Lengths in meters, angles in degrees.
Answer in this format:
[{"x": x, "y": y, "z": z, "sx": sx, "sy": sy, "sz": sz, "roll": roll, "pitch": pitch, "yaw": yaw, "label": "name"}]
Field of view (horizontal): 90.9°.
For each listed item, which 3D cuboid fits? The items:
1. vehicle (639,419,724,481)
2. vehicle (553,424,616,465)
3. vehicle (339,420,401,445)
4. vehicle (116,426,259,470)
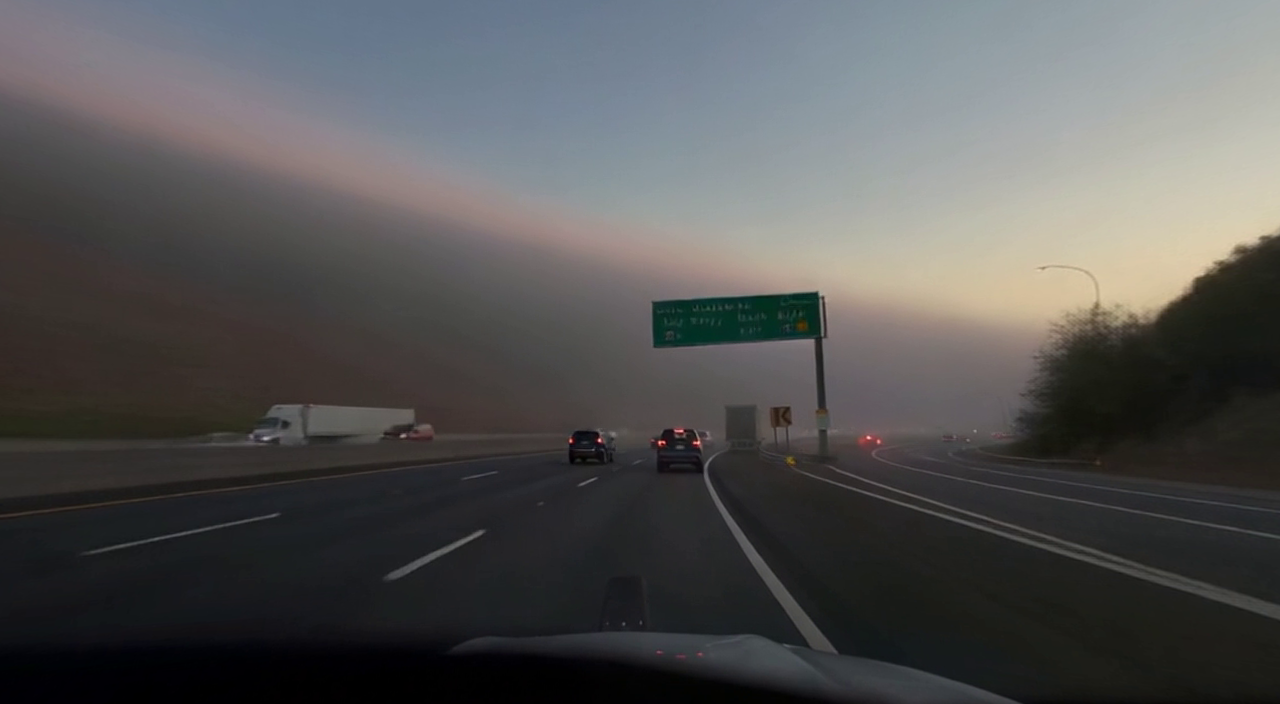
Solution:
[{"x": 1.368, "y": 3.209, "z": 20.937, "sx": 2.484, "sy": 1.820, "sz": 4.497, "roll": -1, "pitch": -8, "yaw": 4, "label": "vehicle"}, {"x": -2.456, "y": 4.252, "z": 29.091, "sx": 2.077, "sy": 1.712, "sz": 4.406, "roll": -1, "pitch": -8, "yaw": 6, "label": "vehicle"}, {"x": -21.289, "y": 6.440, "z": 49.963, "sx": 2.144, "sy": 1.860, "sz": 4.918, "roll": -1, "pitch": -8, "yaw": 9, "label": "vehicle"}, {"x": -16.254, "y": 3.474, "z": 22.991, "sx": 1.859, "sy": 1.459, "sz": 4.281, "roll": -1, "pitch": -8, "yaw": 4, "label": "vehicle"}]
